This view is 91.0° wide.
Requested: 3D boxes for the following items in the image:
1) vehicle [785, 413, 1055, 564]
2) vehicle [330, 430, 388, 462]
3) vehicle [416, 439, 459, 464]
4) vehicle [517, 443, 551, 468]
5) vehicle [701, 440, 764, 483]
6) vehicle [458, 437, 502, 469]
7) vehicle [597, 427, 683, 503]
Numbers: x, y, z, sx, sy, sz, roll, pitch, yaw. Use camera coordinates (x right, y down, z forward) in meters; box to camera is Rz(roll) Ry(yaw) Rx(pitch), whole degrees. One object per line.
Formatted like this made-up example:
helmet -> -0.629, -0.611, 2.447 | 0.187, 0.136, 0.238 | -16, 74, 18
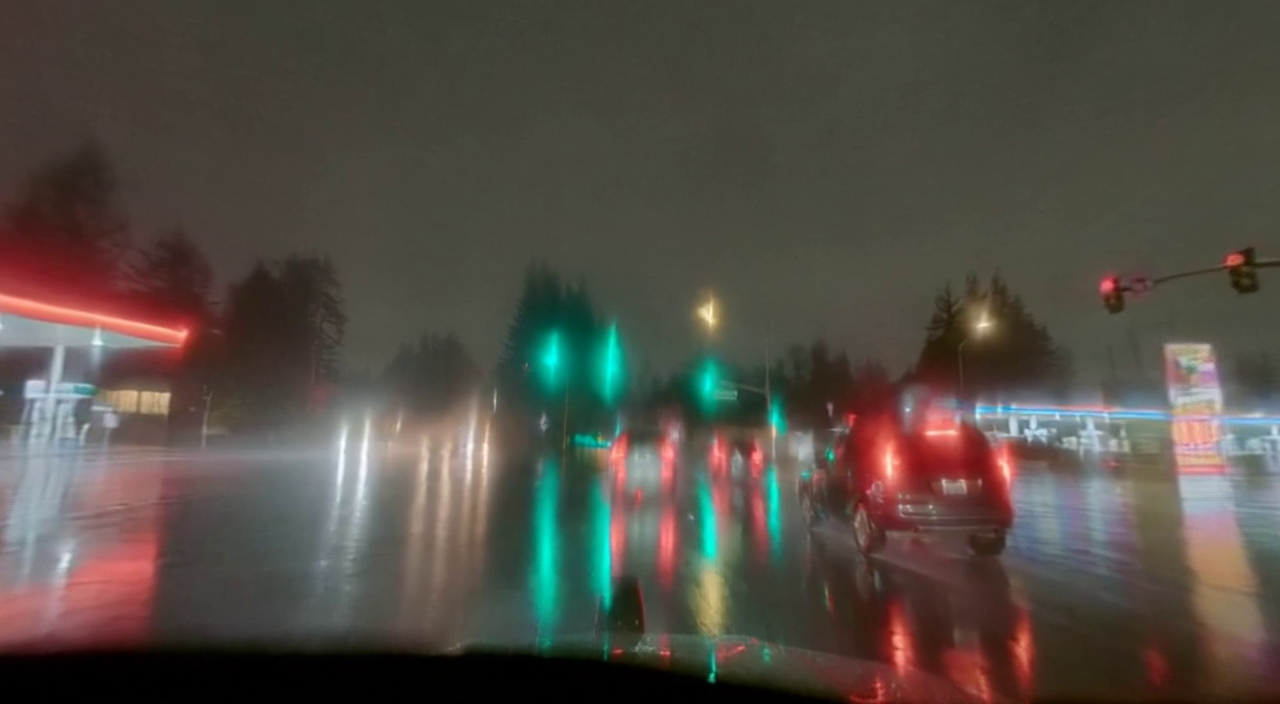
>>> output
vehicle -> 3.763, 1.901, 9.498 | 2.000, 1.745, 4.206 | 0, -8, -2
vehicle -> -21.091, 7.094, 47.508 | 2.460, 2.257, 5.387 | 1, -8, -8
vehicle -> -14.017, 6.924, 43.859 | 2.023, 1.671, 4.174 | 1, -8, -7
vehicle -> -6.722, 6.564, 40.211 | 1.987, 1.505, 4.337 | 1, -8, -8
vehicle -> 3.674, 4.416, 25.662 | 1.800, 1.592, 3.658 | 1, -8, -3
vehicle -> -9.583, 6.071, 38.000 | 1.992, 1.755, 4.283 | 1, -8, -7
vehicle -> -0.041, 3.019, 17.231 | 2.051, 1.798, 4.168 | 0, -8, -1
